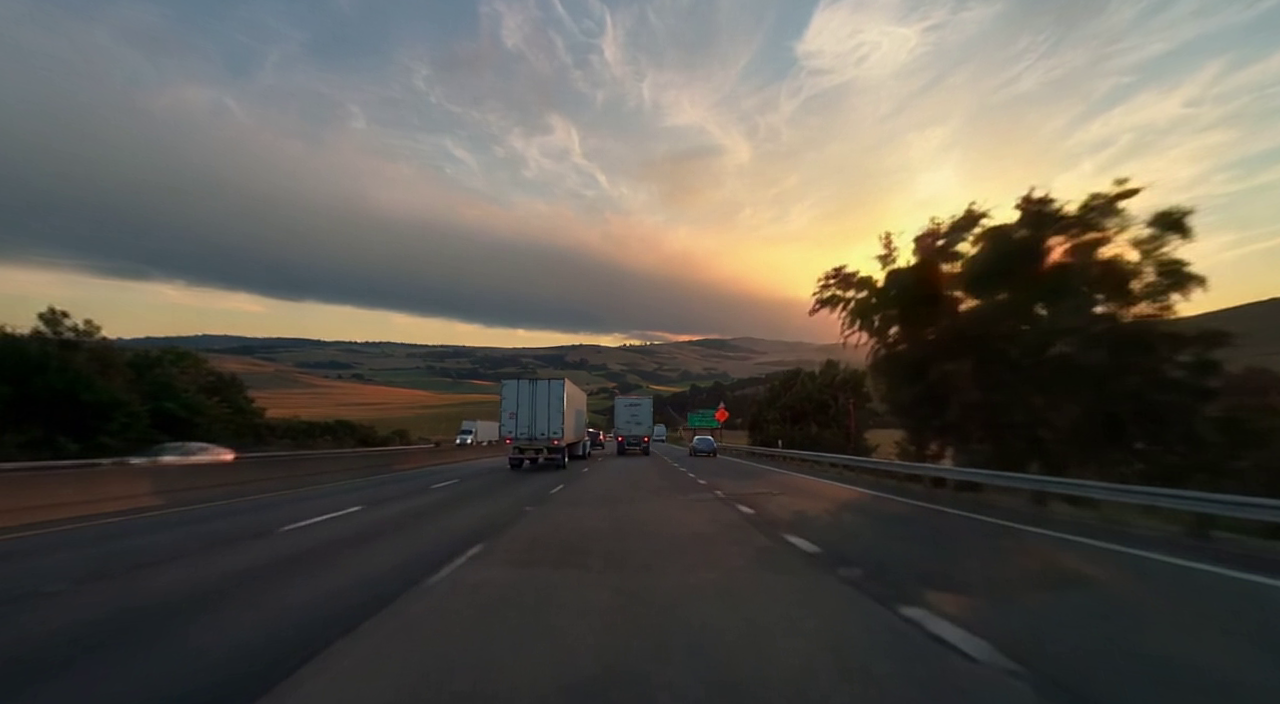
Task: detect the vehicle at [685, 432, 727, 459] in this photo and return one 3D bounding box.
[{"bbox_3d":[3.734,5.367,36.149,1.891,1.477,3.599,0,-8,-2],"label":"vehicle"}]

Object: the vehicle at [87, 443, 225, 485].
[{"bbox_3d":[-19.302,4.461,25.454,1.866,1.486,4.795,0,-8,-1],"label":"vehicle"}]

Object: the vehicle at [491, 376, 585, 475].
[{"bbox_3d":[-3.799,3.004,25.220,2.728,3.405,7.096,0,-8,-1],"label":"vehicle"}]
